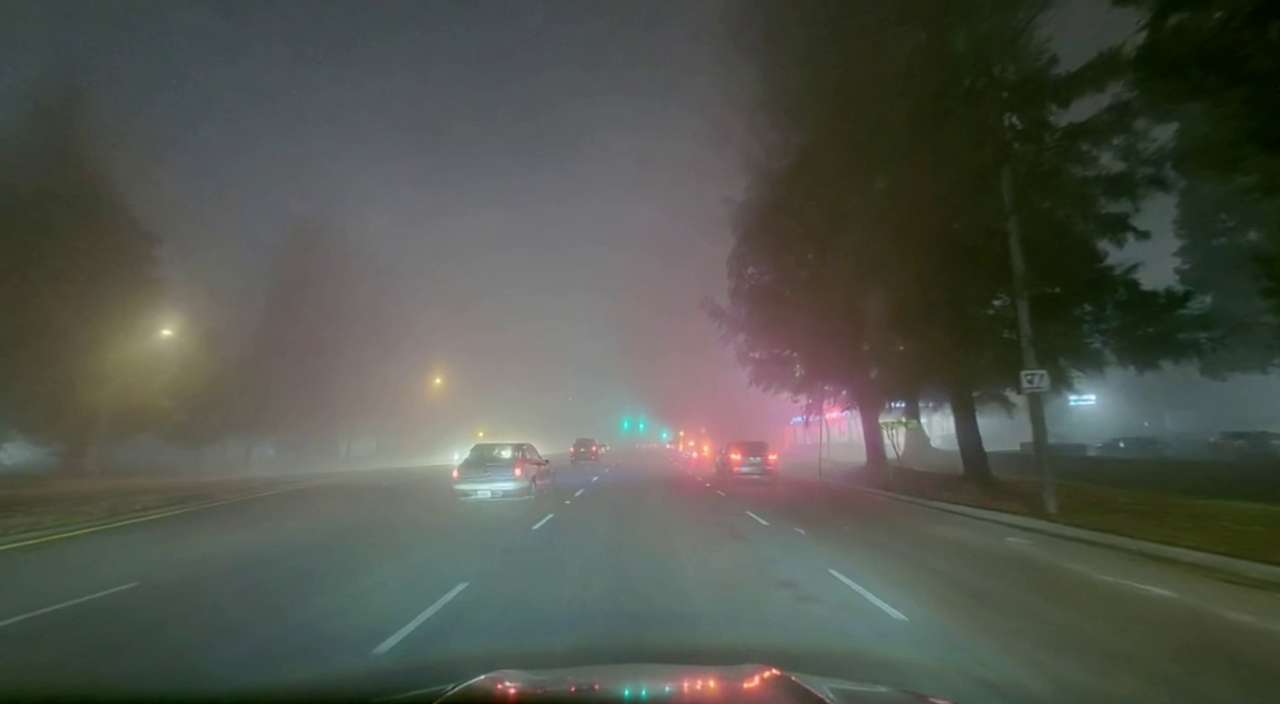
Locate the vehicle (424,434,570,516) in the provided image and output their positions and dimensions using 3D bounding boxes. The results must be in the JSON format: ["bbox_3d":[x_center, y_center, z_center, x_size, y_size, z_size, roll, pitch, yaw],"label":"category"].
[{"bbox_3d":[-2.790,2.499,13.307,1.971,1.433,3.923,-1,-8,3],"label":"vehicle"}]

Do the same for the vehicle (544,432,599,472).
[{"bbox_3d":[-3.183,4.778,30.229,2.023,1.720,4.452,0,-8,1],"label":"vehicle"}]

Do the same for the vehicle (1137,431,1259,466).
[{"bbox_3d":[30.583,5.302,34.813,1.945,1.746,4.929,1,-8,-5],"label":"vehicle"}]

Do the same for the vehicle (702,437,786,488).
[{"bbox_3d":[3.300,3.592,20.885,1.948,1.474,4.360,0,-8,-1],"label":"vehicle"}]

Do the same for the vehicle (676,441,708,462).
[{"bbox_3d":[3.810,7.367,46.862,1.913,1.463,4.198,0,-8,-1],"label":"vehicle"}]
